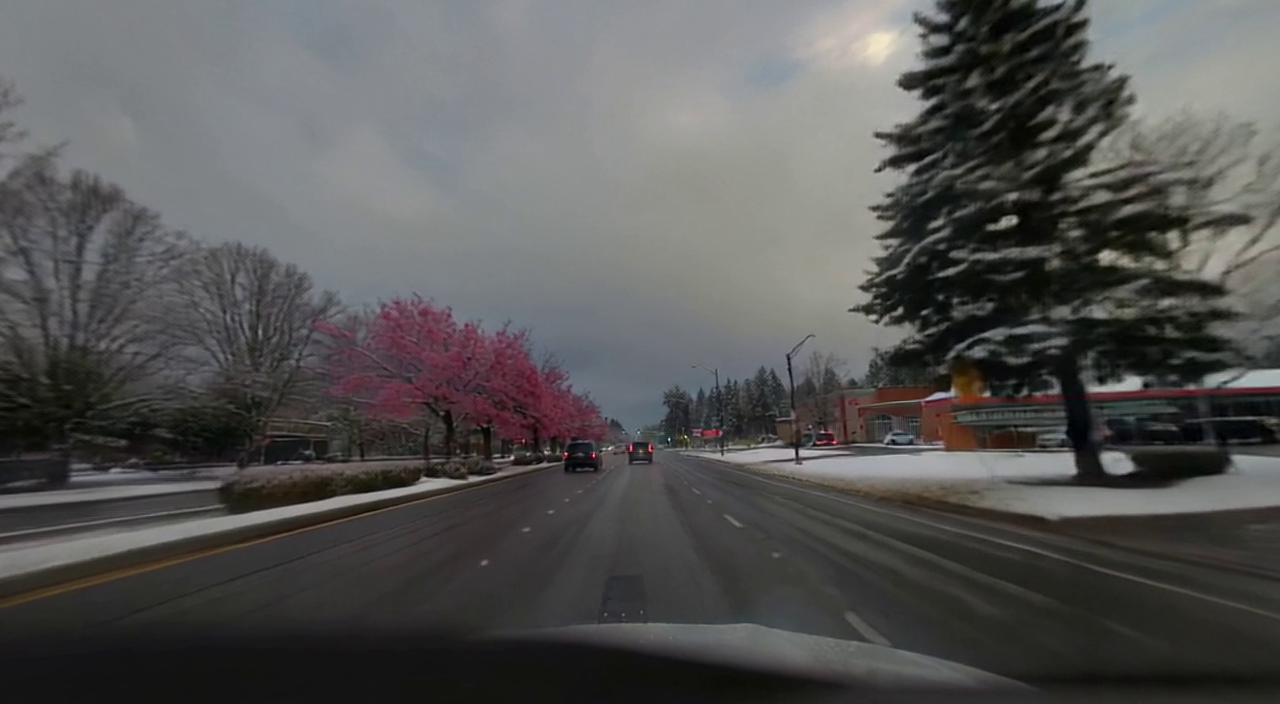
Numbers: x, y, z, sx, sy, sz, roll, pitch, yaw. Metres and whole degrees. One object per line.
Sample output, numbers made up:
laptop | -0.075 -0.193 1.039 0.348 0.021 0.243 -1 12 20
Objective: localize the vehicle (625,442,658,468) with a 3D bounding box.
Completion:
vehicle | 0.095 7.163 43.774 2.149 1.701 4.379 0 -8 0

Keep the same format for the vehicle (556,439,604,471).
vehicle | -3.649 6.387 39.264 2.453 1.844 4.751 0 -8 1

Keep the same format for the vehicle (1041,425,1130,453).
vehicle | 25.354 5.007 35.938 1.728 1.443 4.505 0 -8 -1
